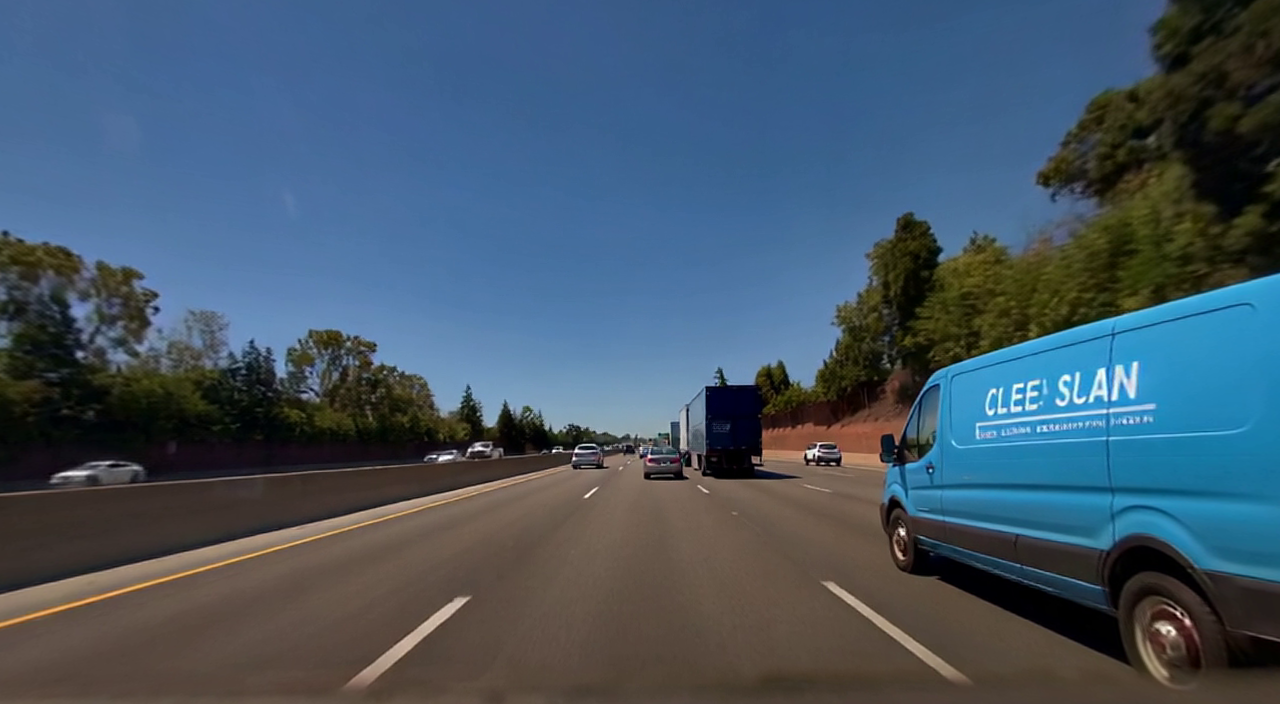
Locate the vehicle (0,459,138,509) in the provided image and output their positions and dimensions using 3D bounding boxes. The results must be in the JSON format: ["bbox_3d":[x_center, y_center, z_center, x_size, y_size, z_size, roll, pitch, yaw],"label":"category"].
[{"bbox_3d":[-23.157,5.249,25.452,1.949,1.724,4.574,0,-9,0],"label":"vehicle"}]

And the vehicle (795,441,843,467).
[{"bbox_3d":[11.143,6.340,39.474,1.870,1.525,3.680,0,-9,0],"label":"vehicle"}]

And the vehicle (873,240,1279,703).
[{"bbox_3d":[3.569,0.773,3.402,2.441,2.017,5.739,0,-9,0],"label":"vehicle"}]

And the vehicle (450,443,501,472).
[{"bbox_3d":[-11.848,7.633,45.880,2.166,1.890,5.403,0,-9,1],"label":"vehicle"}]

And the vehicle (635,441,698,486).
[{"bbox_3d":[0.873,4.002,22.941,2.063,1.469,4.208,0,-9,0],"label":"vehicle"}]

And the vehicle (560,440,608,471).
[{"bbox_3d":[-3.089,5.830,35.675,2.182,1.601,4.364,-1,-9,1],"label":"vehicle"}]

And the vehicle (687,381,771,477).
[{"bbox_3d":[4.299,4.251,33.514,2.821,4.077,12.562,0,-9,1],"label":"vehicle"}]
